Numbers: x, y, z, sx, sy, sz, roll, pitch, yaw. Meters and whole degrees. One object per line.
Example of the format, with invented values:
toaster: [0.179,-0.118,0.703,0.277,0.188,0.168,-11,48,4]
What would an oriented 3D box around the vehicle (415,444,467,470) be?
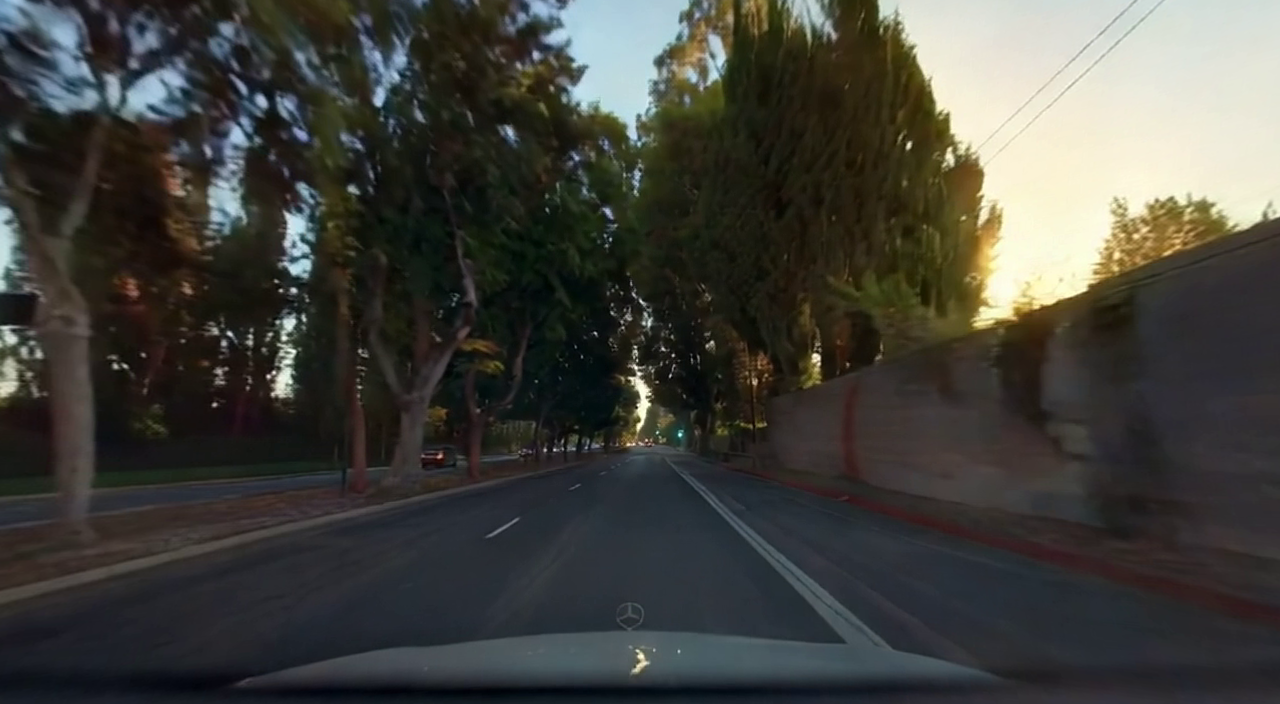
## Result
vehicle: [-14.639,7.709,46.655,2.126,1.796,4.749,0,-8,1]
